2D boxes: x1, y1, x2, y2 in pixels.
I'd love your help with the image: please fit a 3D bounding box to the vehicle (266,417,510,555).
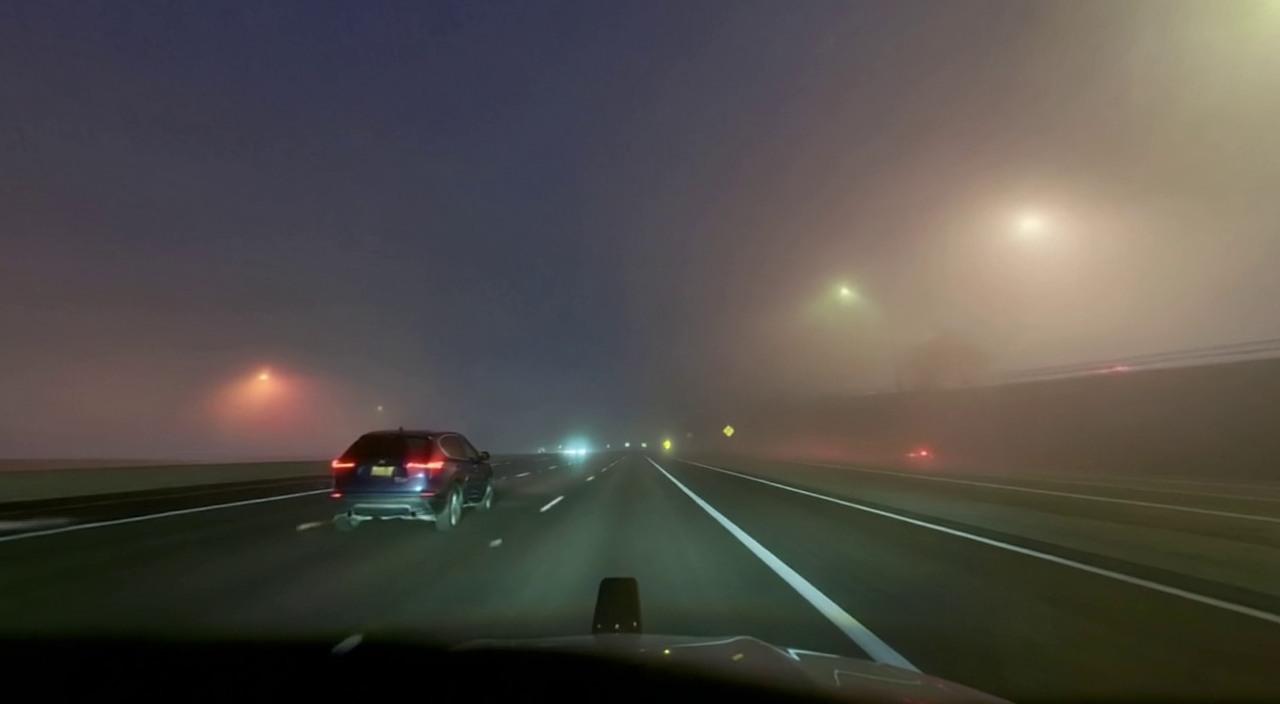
[{"bbox_3d":[-3.580,1.989,10.091,2.178,1.699,4.321,0,-8,-1],"label":"vehicle"}]
